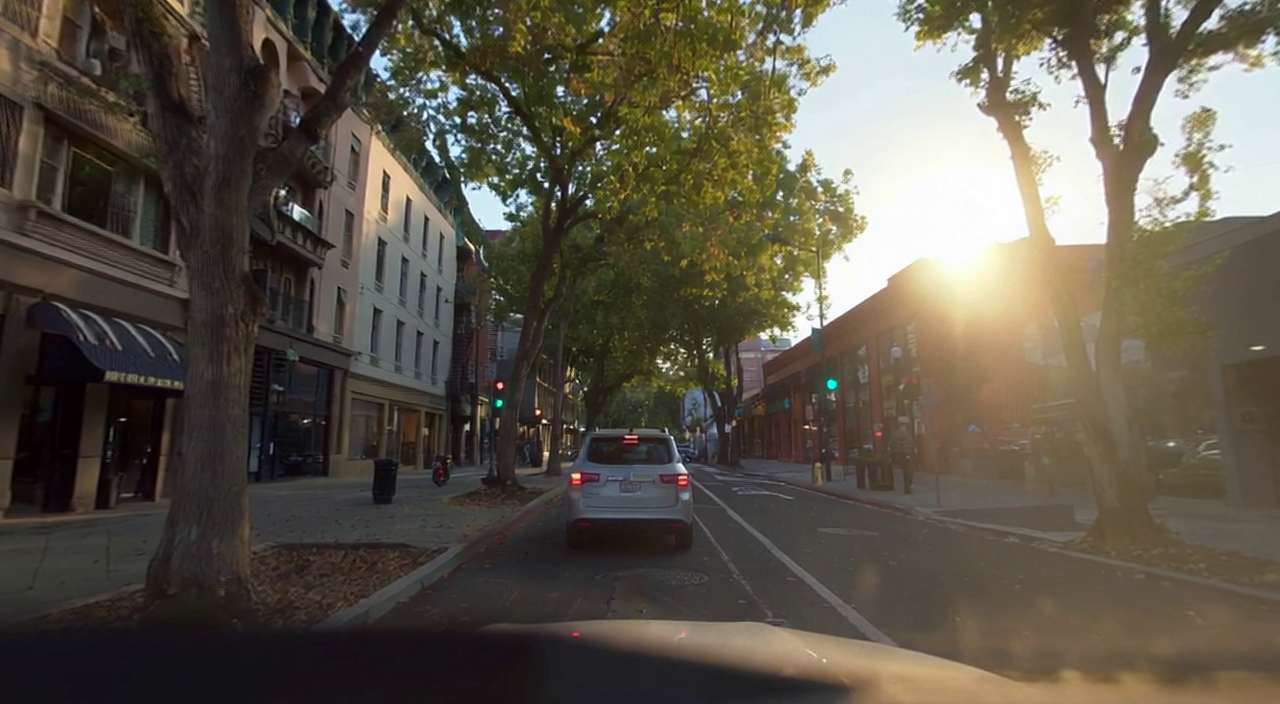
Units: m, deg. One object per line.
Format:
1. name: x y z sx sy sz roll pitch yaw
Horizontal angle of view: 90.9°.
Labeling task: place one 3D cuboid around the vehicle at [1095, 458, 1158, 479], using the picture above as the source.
1. vehicle: 36.856 8.819 47.805 3.445 1.363 1.608 2 -8 -1

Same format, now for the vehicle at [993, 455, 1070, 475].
1. vehicle: 29.747 8.571 47.920 4.668 1.441 1.904 1 -9 -6

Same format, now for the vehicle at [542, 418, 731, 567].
1. vehicle: -0.082 1.844 8.976 2.079 1.621 3.861 0 -8 -1
